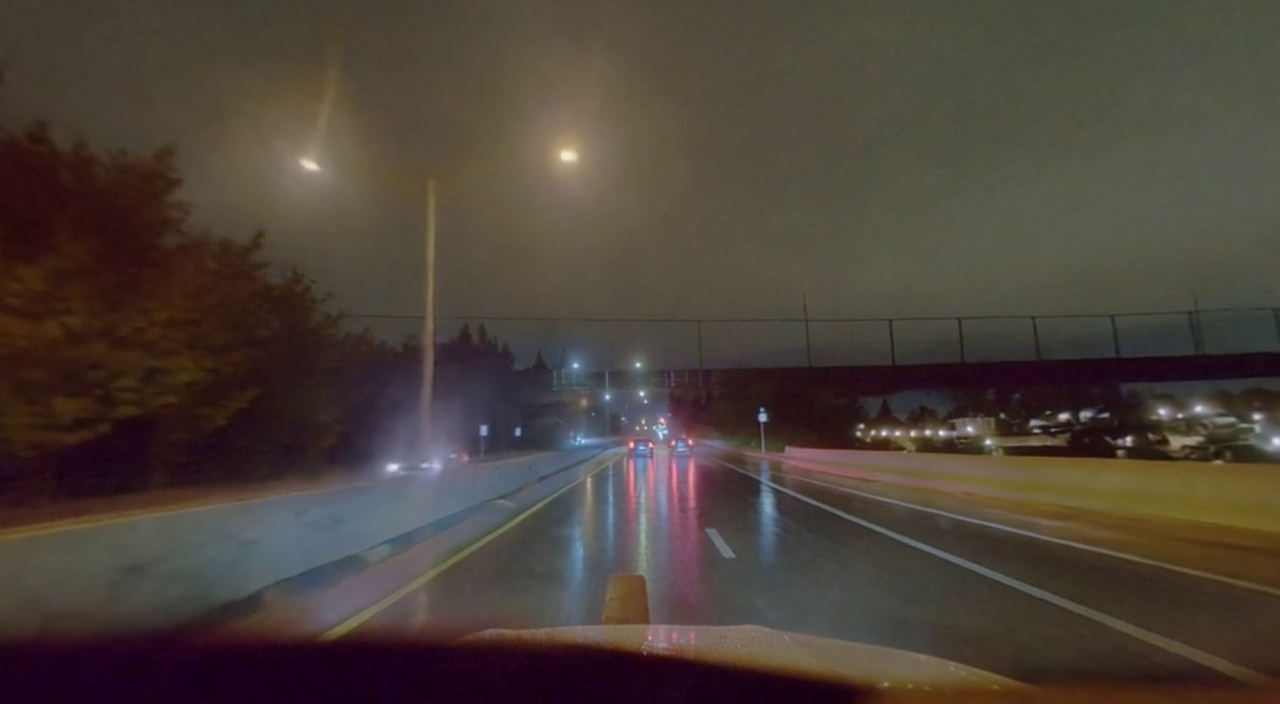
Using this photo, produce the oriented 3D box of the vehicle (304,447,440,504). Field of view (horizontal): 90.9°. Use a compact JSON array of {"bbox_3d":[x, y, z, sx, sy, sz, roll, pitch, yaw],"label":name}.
[{"bbox_3d":[-7.894,3.681,19.222,1.986,1.475,4.990,-1,-9,0],"label":"vehicle"}]
